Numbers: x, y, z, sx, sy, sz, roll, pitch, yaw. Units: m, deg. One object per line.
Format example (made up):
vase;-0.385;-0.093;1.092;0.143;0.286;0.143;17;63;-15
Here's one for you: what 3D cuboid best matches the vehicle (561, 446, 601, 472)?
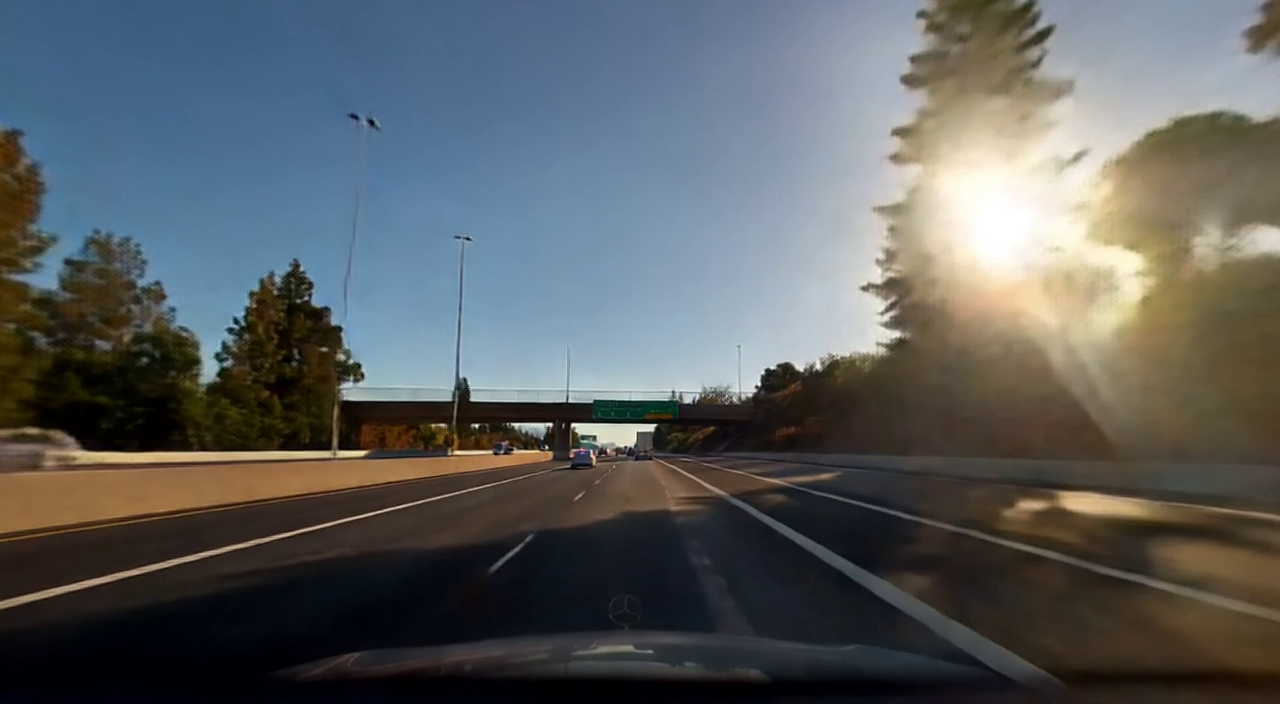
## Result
vehicle;-3.664;6.732;39.817;2.070;1.564;4.145;0;-9;0
